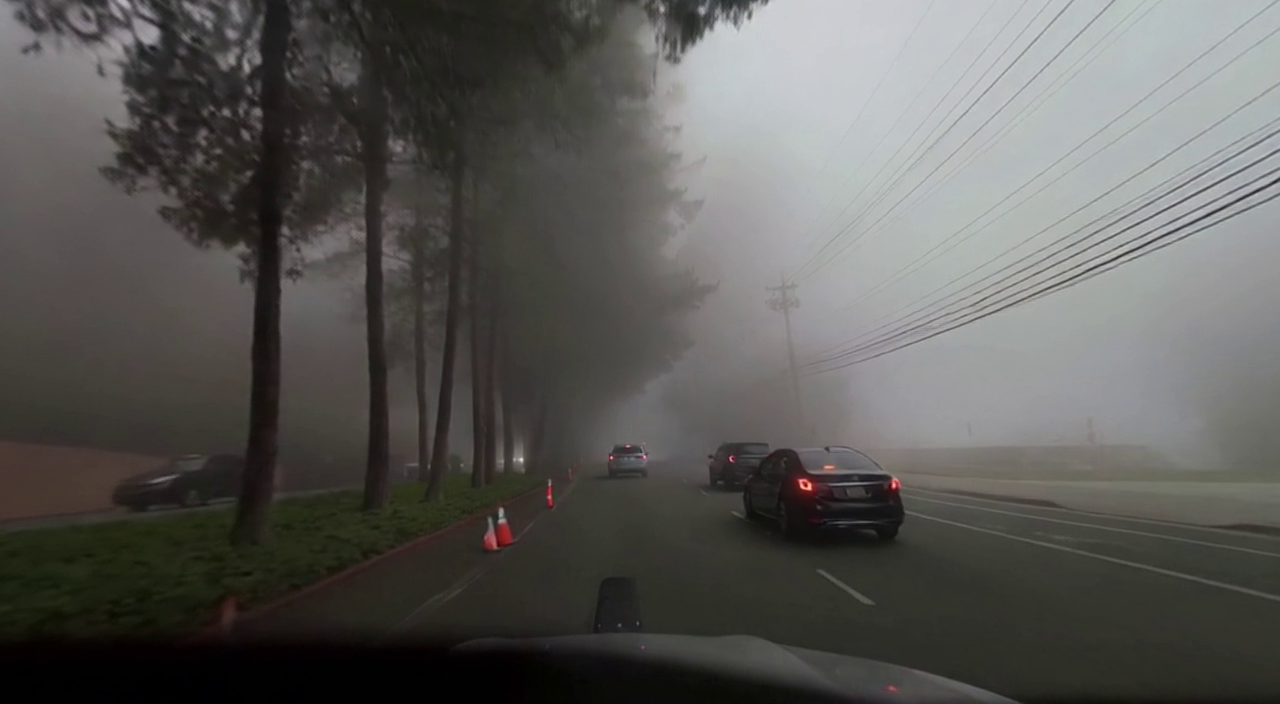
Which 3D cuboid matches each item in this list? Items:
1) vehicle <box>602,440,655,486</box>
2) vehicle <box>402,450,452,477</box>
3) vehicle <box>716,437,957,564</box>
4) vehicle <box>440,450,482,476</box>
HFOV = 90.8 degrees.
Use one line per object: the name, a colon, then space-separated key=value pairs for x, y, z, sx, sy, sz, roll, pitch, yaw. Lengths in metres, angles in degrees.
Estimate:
vehicle: x=-0.447 y=4.590 z=26.546 sx=2.050 sy=1.745 sz=3.915 roll=0 pitch=-8 yaw=0
vehicle: x=-16.398 y=8.585 z=48.893 sx=2.016 sy=1.862 sz=5.328 roll=-1 pitch=-8 yaw=0
vehicle: x=2.628 y=2.104 z=9.847 sx=1.977 sy=1.460 sz=4.565 roll=0 pitch=-8 yaw=-4
vehicle: x=-12.562 y=7.798 z=44.590 sx=1.871 sy=1.639 sz=4.289 roll=0 pitch=-8 yaw=-2
